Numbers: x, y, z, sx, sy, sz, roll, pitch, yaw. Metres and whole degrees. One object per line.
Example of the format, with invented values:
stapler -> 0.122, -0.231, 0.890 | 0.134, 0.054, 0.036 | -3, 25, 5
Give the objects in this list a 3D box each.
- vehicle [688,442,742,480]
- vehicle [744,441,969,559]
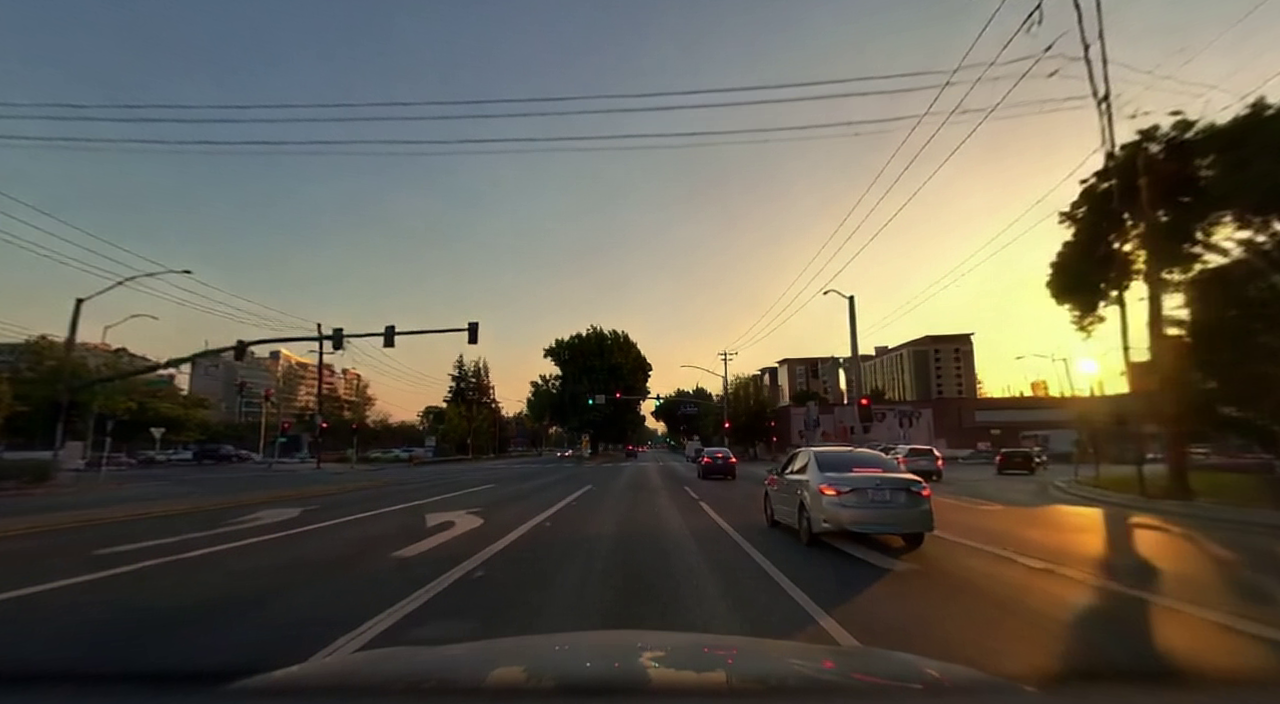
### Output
vehicle -> 3.586, 5.283, 30.792 | 2.128, 1.699, 4.222 | 0, -8, 0
vehicle -> 3.076, 2.185, 10.160 | 2.004, 1.455, 4.417 | 0, -9, -1
